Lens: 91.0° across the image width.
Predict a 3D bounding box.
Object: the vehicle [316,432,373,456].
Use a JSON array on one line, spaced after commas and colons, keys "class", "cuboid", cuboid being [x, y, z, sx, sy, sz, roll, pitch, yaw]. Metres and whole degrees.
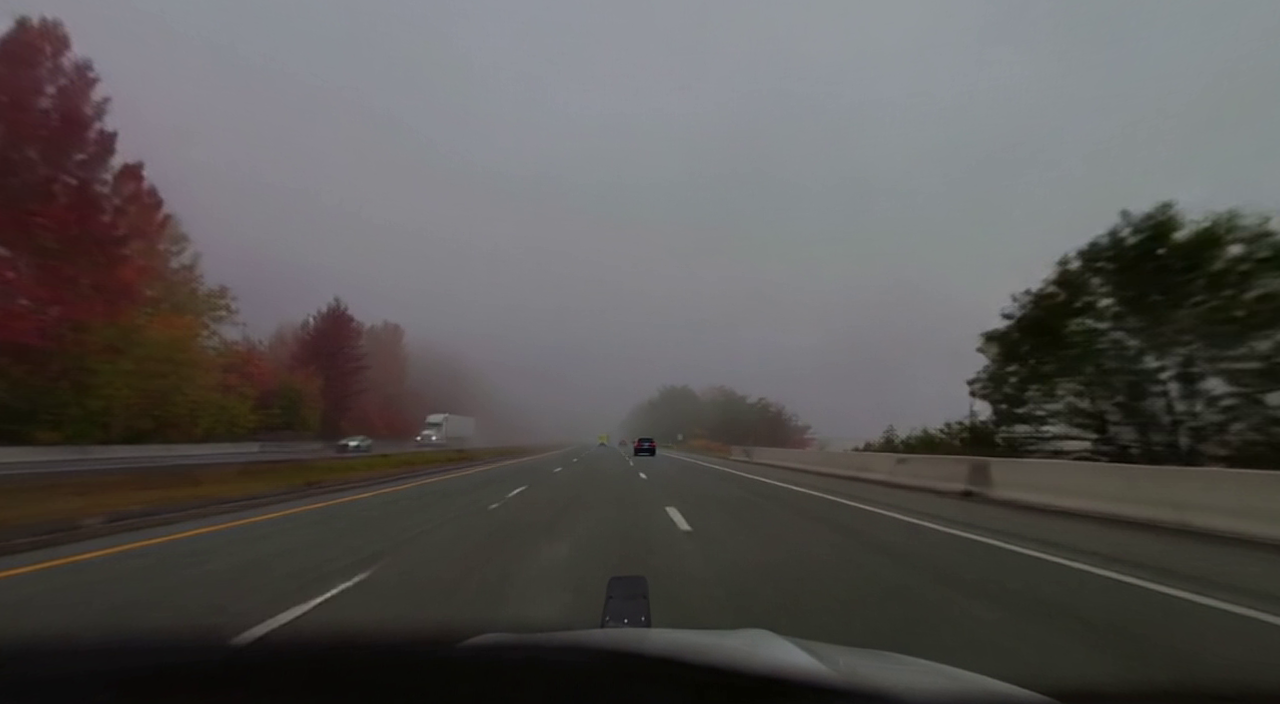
[{"class": "vehicle", "cuboid": [-19.108, 5.975, 40.887, 1.737, 1.473, 4.119, 0, -8, -1]}]
